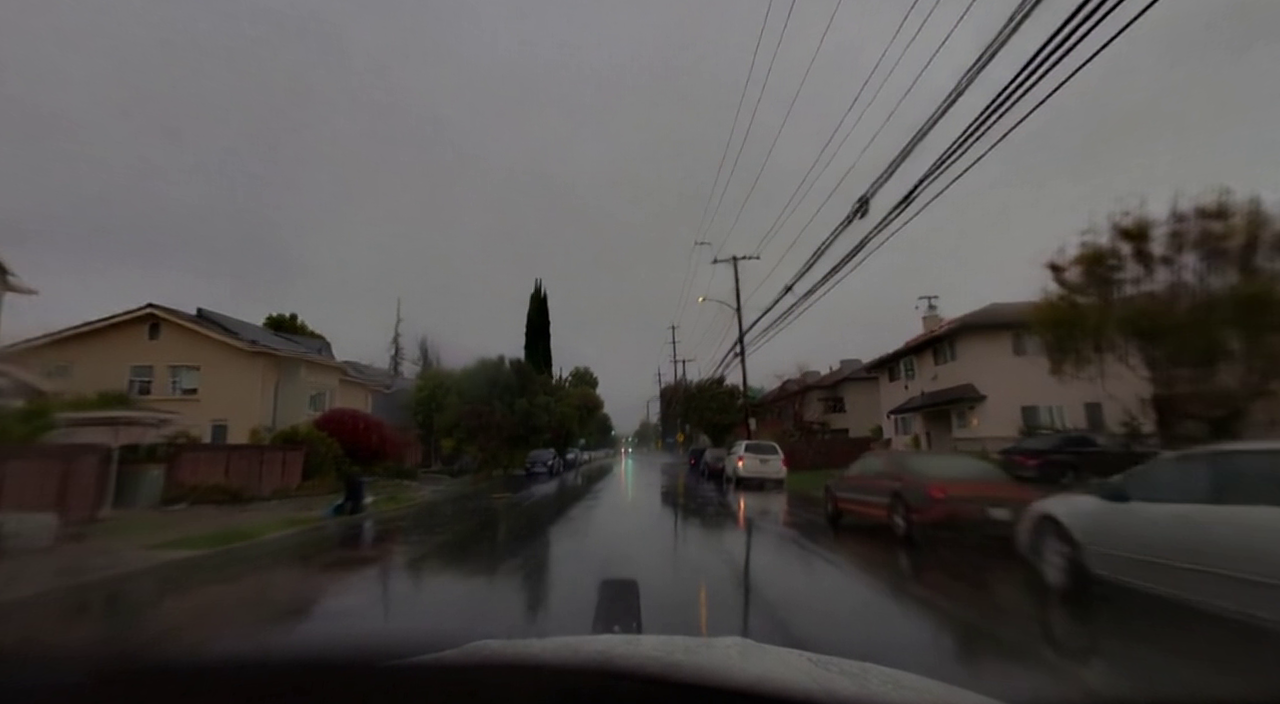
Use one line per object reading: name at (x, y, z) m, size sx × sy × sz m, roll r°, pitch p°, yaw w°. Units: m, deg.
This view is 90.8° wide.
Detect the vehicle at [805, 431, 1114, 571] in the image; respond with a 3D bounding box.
vehicle at (4.339, 2.100, 9.897) m, size 1.998 × 1.573 × 5.318 m, roll 0°, pitch -9°, yaw -1°

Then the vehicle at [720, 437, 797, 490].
vehicle at (4.524, 4.323, 24.829) m, size 2.086 × 1.885 × 4.323 m, roll 0°, pitch -9°, yaw -1°

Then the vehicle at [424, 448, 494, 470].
vehicle at (-13.163, 7.805, 46.249) m, size 4.556 × 1.510 × 1.843 m, roll 0°, pitch -9°, yaw -2°

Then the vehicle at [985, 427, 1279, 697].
vehicle at (4.634, 1.296, 4.153) m, size 1.835 × 1.554 × 4.870 m, roll 0°, pitch -9°, yaw -2°

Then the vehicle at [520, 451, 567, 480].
vehicle at (-5.443, 6.406, 35.945) m, size 2.031 × 1.468 × 4.165 m, roll -2°, pitch -9°, yaw 0°
